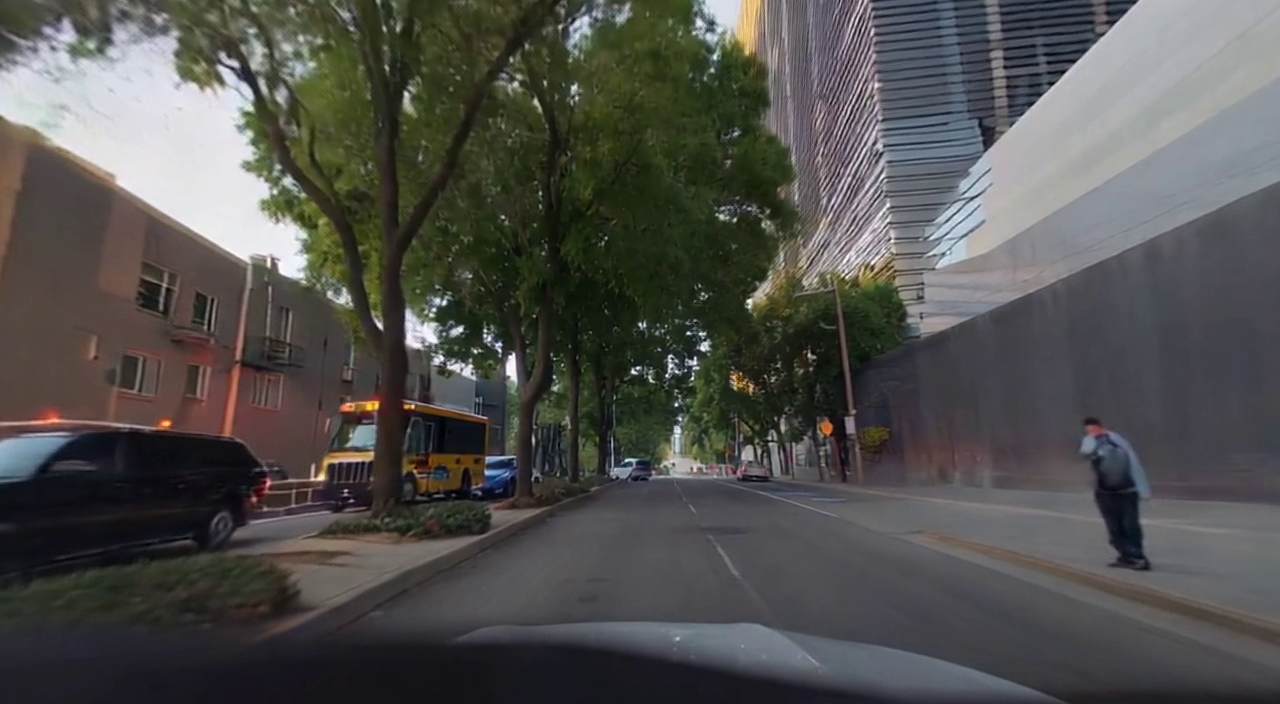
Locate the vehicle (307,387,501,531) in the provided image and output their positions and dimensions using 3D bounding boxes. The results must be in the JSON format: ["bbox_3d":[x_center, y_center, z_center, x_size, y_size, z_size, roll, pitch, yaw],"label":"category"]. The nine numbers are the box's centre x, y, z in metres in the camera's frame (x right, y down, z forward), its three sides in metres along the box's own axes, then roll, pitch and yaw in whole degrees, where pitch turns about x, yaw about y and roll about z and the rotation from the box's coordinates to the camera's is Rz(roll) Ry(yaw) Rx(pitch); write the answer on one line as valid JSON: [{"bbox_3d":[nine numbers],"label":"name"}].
[{"bbox_3d":[-5.096,2.443,14.879,2.268,2.708,5.699,0,-9,1],"label":"vehicle"}]

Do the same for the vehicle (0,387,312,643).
[{"bbox_3d":[-5.663,1.490,6.543,1.988,1.855,4.599,0,-9,1],"label":"vehicle"}]

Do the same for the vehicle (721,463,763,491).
[{"bbox_3d":[6.431,7.963,40.386,1.888,1.536,4.381,0,-9,-1],"label":"vehicle"}]
